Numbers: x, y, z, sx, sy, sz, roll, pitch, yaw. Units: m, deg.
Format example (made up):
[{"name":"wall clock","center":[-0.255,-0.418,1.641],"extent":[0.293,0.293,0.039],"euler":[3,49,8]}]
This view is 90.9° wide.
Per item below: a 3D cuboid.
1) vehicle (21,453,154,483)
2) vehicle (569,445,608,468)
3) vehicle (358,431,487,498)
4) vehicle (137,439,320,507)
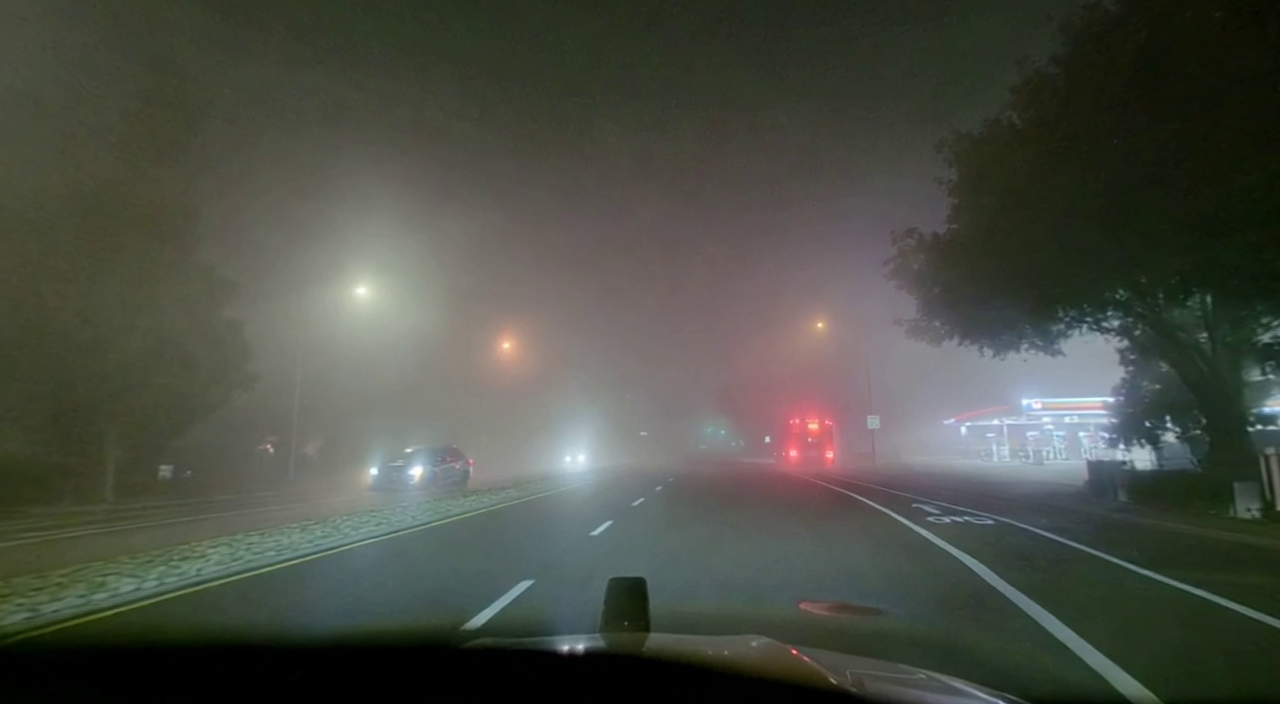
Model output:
[{"name":"vehicle","center":[-29.890,6.267,34.394],"extent":[1.799,1.467,5.374],"euler":[-3,-9,12]},{"name":"vehicle","center":[-3.462,7.084,42.873],"extent":[1.900,1.481,4.317],"euler":[-1,-8,5]},{"name":"vehicle","center":[-6.212,3.253,18.616],"extent":[1.982,1.722,4.070],"euler":[-1,-8,7]},{"name":"vehicle","center":[-12.042,3.512,18.921],"extent":[1.977,1.744,4.513],"euler":[-1,-8,8]}]
